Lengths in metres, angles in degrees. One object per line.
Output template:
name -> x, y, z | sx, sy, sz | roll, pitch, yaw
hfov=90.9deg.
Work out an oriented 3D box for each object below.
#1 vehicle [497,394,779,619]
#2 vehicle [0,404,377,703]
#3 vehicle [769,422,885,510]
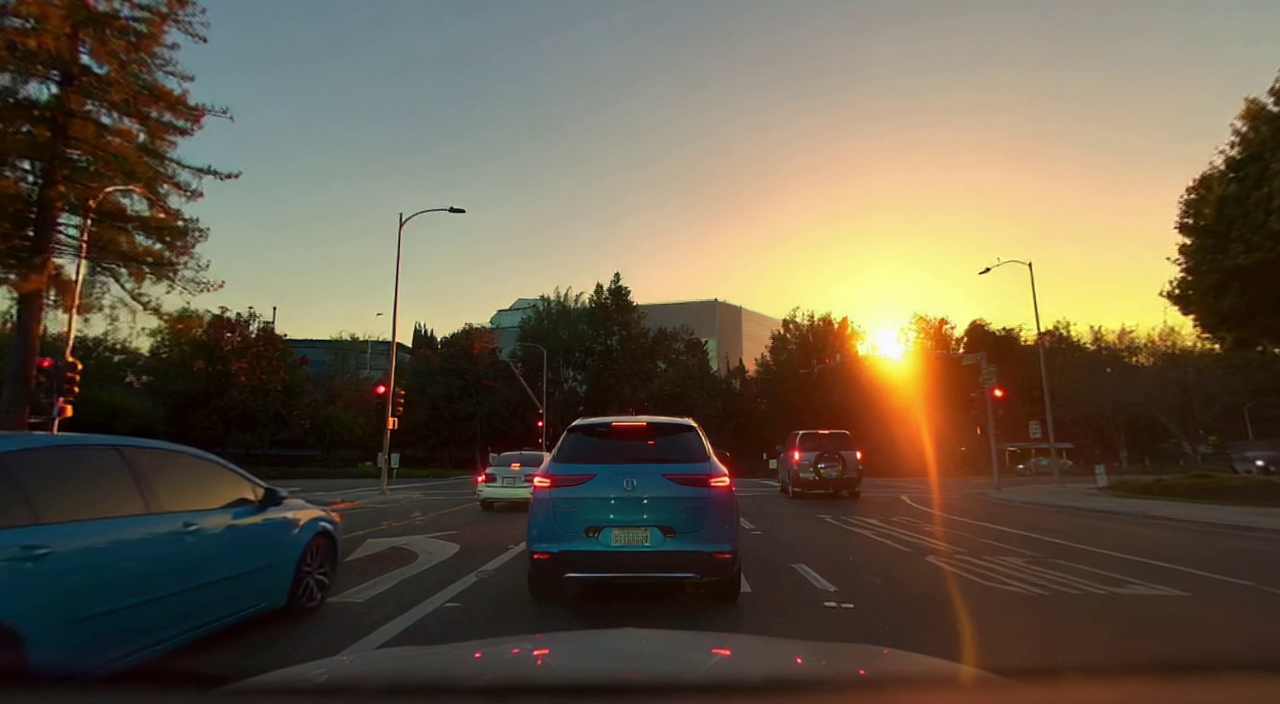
vehicle -> -0.037, 1.529, 7.183 | 2.203, 1.757, 4.286 | 0, -8, -1
vehicle -> -3.352, 1.071, 3.326 | 1.913, 1.453, 4.413 | 0, -8, 2
vehicle -> 4.813, 2.992, 16.936 | 2.084, 2.053, 4.073 | -1, -8, 4
